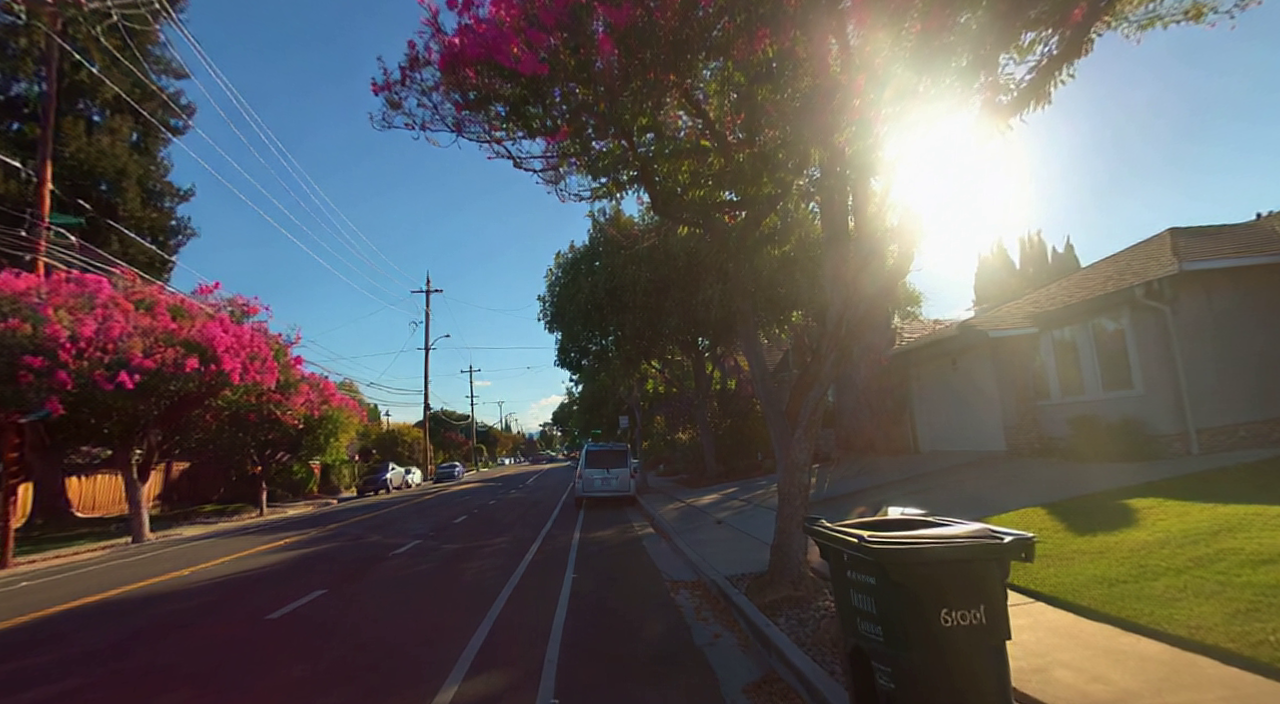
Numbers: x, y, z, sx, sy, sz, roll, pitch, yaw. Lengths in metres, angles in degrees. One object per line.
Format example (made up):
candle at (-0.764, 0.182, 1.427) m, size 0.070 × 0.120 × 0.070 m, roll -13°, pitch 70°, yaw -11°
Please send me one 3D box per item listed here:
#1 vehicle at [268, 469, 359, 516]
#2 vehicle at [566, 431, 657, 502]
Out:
vehicle at (-13.790, 5.914, 26.972) m, size 1.982 × 1.660 × 4.142 m, roll 1°, pitch -8°, yaw -6°
vehicle at (-0.846, 3.074, 17.393) m, size 2.190 × 1.708 × 4.115 m, roll 0°, pitch -8°, yaw -4°
